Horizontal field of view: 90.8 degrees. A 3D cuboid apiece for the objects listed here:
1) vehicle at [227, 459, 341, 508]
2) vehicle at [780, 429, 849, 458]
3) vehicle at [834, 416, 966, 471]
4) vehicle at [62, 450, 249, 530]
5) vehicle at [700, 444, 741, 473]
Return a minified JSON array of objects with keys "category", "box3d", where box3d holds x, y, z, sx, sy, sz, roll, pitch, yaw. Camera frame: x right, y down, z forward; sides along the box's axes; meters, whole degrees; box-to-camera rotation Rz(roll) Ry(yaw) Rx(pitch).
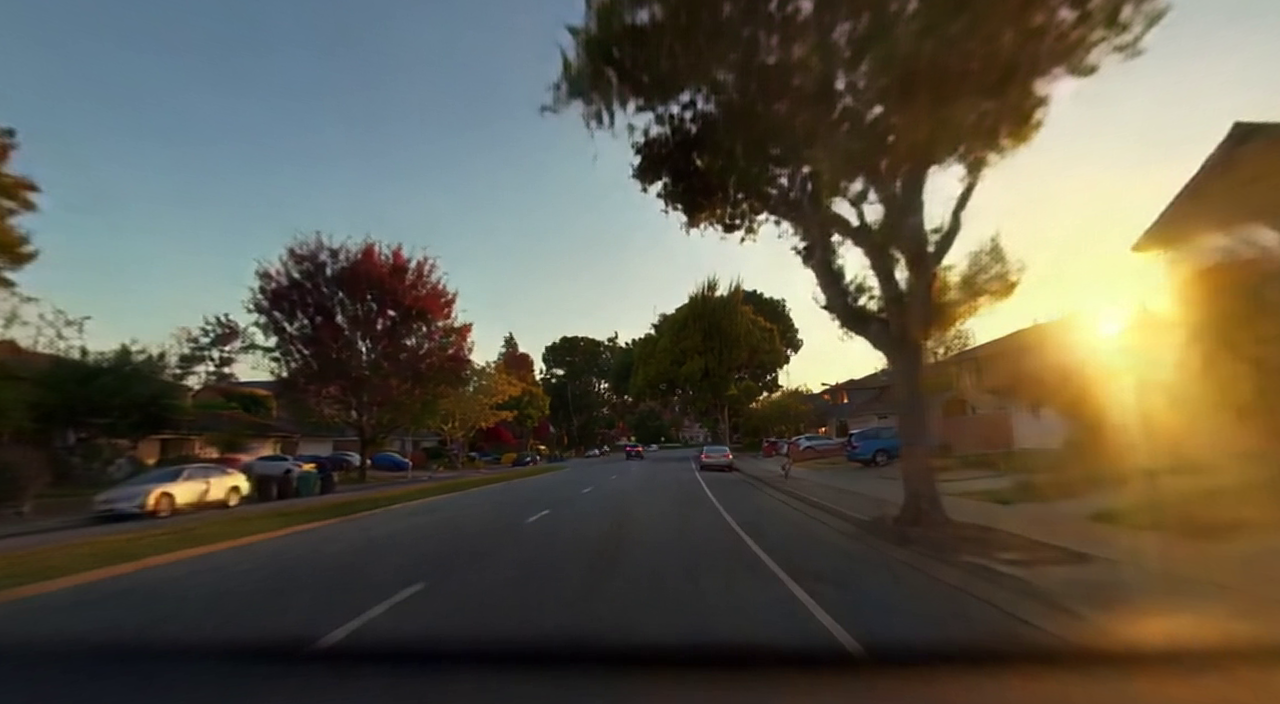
[{"category":"vehicle","box3d":[-13.684,5.051,24.611,1.695,1.423,4.371,-9,-9,3]},{"category":"vehicle","box3d":[12.866,6.747,46.609,4.591,1.867,2.057,2,-11,-28]},{"category":"vehicle","box3d":[10.715,3.795,26.274,4.463,1.765,1.960,-5,-8,-3]},{"category":"vehicle","box3d":[-14.213,3.995,18.937,2.009,1.789,4.449,-7,-9,2]},{"category":"vehicle","box3d":[4.445,5.915,35.367,2.016,1.477,4.207,-1,-8,4]}]
